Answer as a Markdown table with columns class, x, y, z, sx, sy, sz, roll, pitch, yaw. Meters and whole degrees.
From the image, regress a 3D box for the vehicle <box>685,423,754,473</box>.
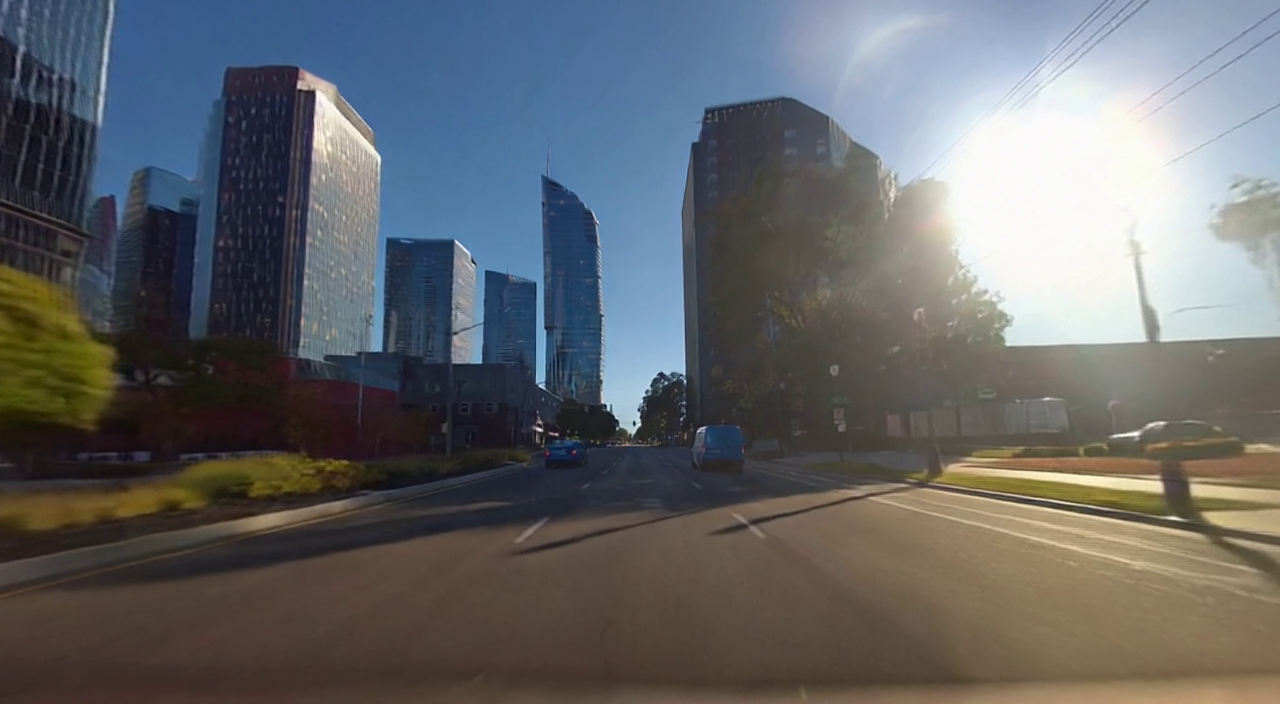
| class | x | y | z | sx | sy | sz | roll | pitch | yaw |
| --- | --- | --- | --- | --- | --- | --- | --- | --- | --- |
| vehicle | 3.270 | 4.102 | 27.022 | 2.200 | 1.914 | 5.145 | 0 | -8 | -1 |

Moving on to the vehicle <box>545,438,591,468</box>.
| class | x | y | z | sx | sy | sz | roll | pitch | yaw |
| --- | --- | --- | --- | --- | --- | --- | --- | --- | --- |
| vehicle | -3.705 | 5.273 | 33.147 | 1.864 | 1.464 | 4.195 | 0 | -8 | 1 |
